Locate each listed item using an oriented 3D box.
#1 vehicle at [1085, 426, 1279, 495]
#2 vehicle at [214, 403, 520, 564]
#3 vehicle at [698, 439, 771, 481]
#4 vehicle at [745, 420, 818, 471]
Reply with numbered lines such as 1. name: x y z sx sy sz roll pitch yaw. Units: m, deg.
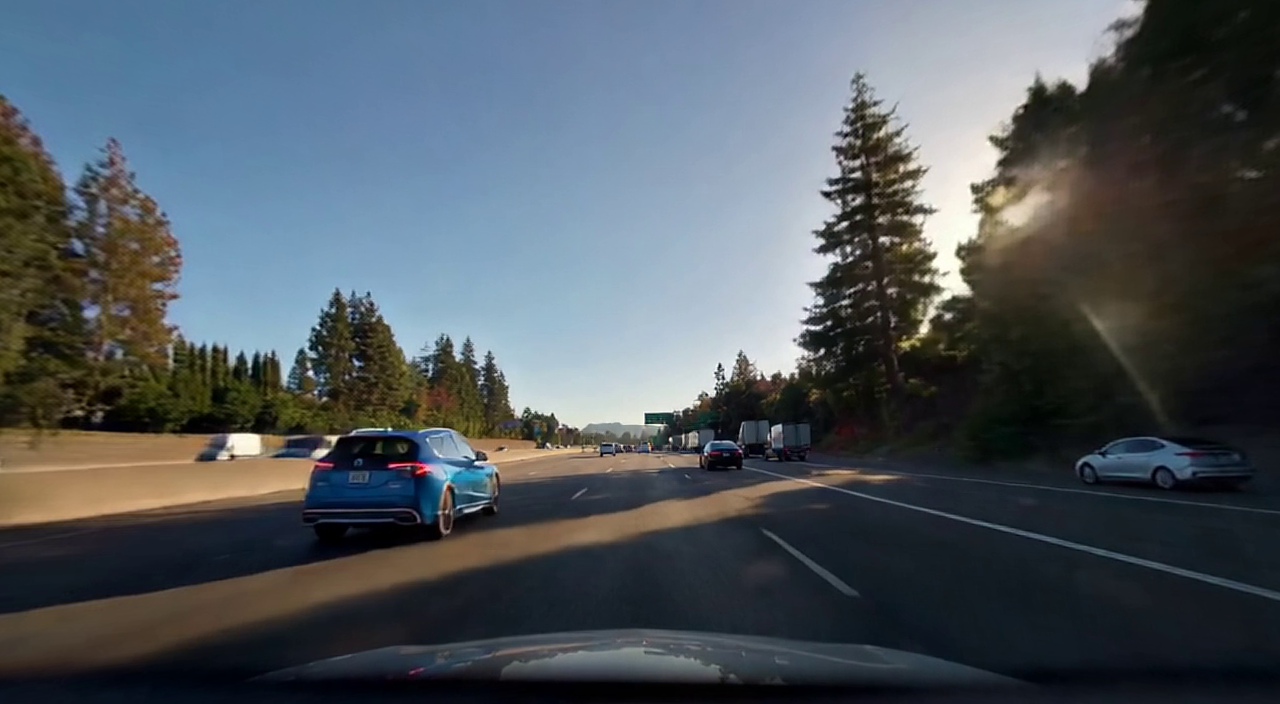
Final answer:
1. vehicle: 18.467 3.632 21.491 2.221 1.995 5.803 0 -9 -2
2. vehicle: -3.528 1.845 9.659 2.218 1.764 5.229 0 -9 2
3. vehicle: 3.609 4.231 24.972 2.080 1.493 4.674 0 -9 -1
4. vehicle: 7.741 5.193 35.092 2.729 2.628 4.875 0 -9 -2
